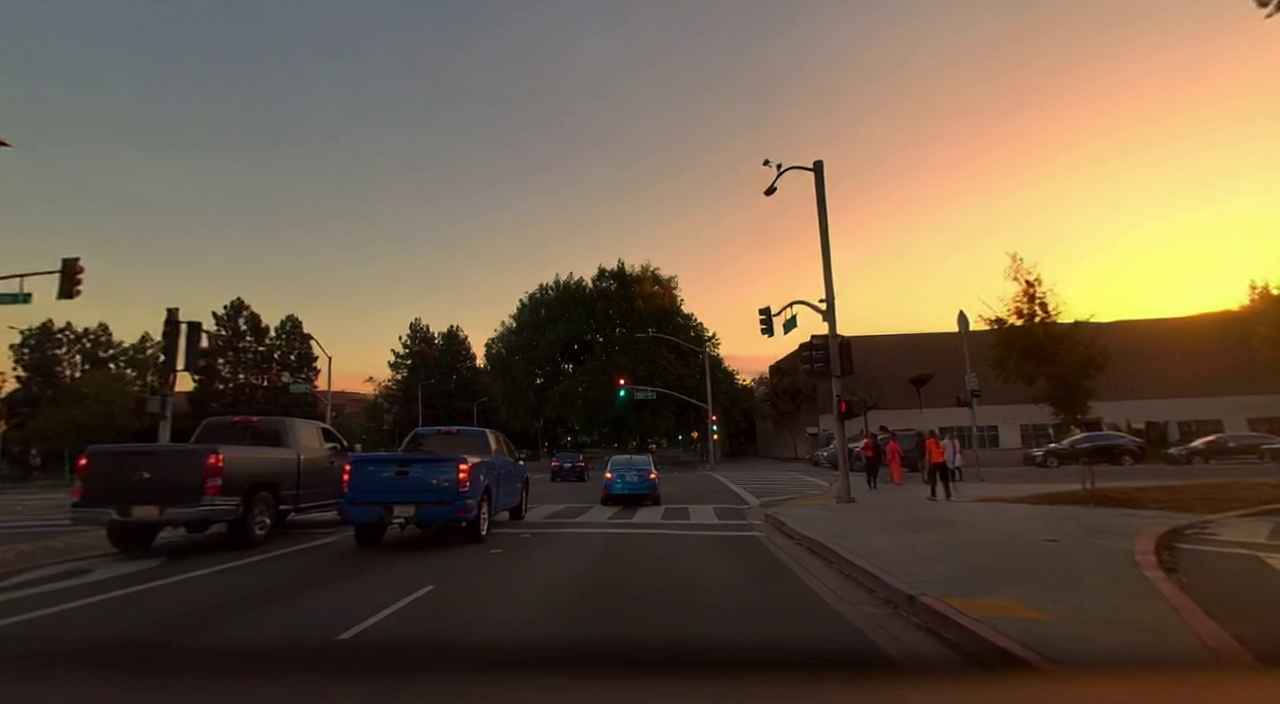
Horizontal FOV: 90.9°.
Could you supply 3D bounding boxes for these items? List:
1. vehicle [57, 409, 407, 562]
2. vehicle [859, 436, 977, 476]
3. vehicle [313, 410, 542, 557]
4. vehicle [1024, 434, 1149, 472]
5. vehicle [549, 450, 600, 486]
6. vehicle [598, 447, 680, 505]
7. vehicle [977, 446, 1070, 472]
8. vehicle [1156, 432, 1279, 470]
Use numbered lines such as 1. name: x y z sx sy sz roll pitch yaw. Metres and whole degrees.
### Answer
1. vehicle: -6.564 2.232 11.468 2.544 2.018 5.893 0 -9 -2
2. vehicle: 12.454 4.704 28.488 4.394 1.724 1.886 0 -9 1
3. vehicle: -3.250 2.138 11.044 2.202 1.961 4.980 0 -9 1
4. vehicle: 22.208 5.027 31.483 4.529 1.786 2.110 0 -9 2
5. vehicle: -3.234 5.846 32.152 2.003 1.655 4.878 0 -9 1
6. vehicle: 0.025 3.585 18.723 2.144 1.497 4.446 0 -9 1
7. vehicle: 21.408 5.971 35.279 3.983 1.443 1.831 0 -9 1
8. vehicle: 29.210 4.927 31.440 4.967 1.794 2.044 0 -9 3
